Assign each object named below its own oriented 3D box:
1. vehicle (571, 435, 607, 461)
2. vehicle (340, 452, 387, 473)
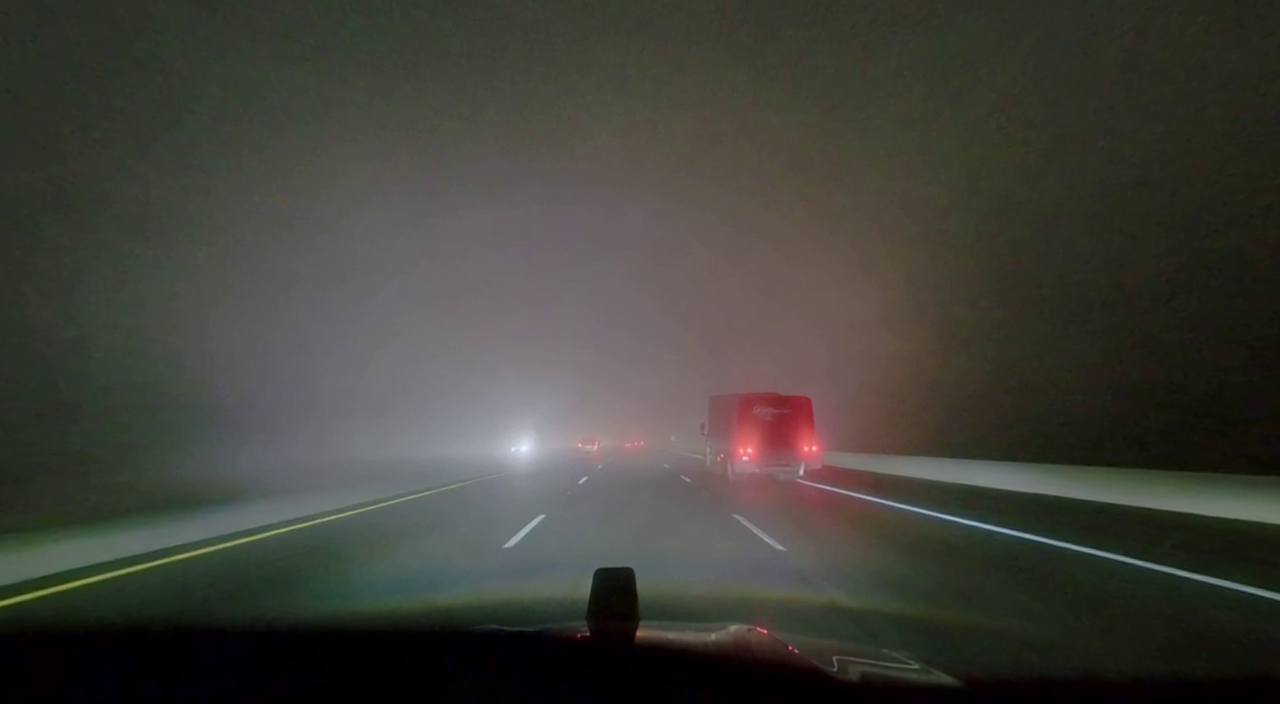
[{"bbox_3d":[-3.631,6.917,45.459,2.241,1.773,4.482,0,-8,-1],"label":"vehicle"},{"bbox_3d":[-20.258,8.121,46.230,1.674,1.371,3.887,-1,-8,0],"label":"vehicle"}]
